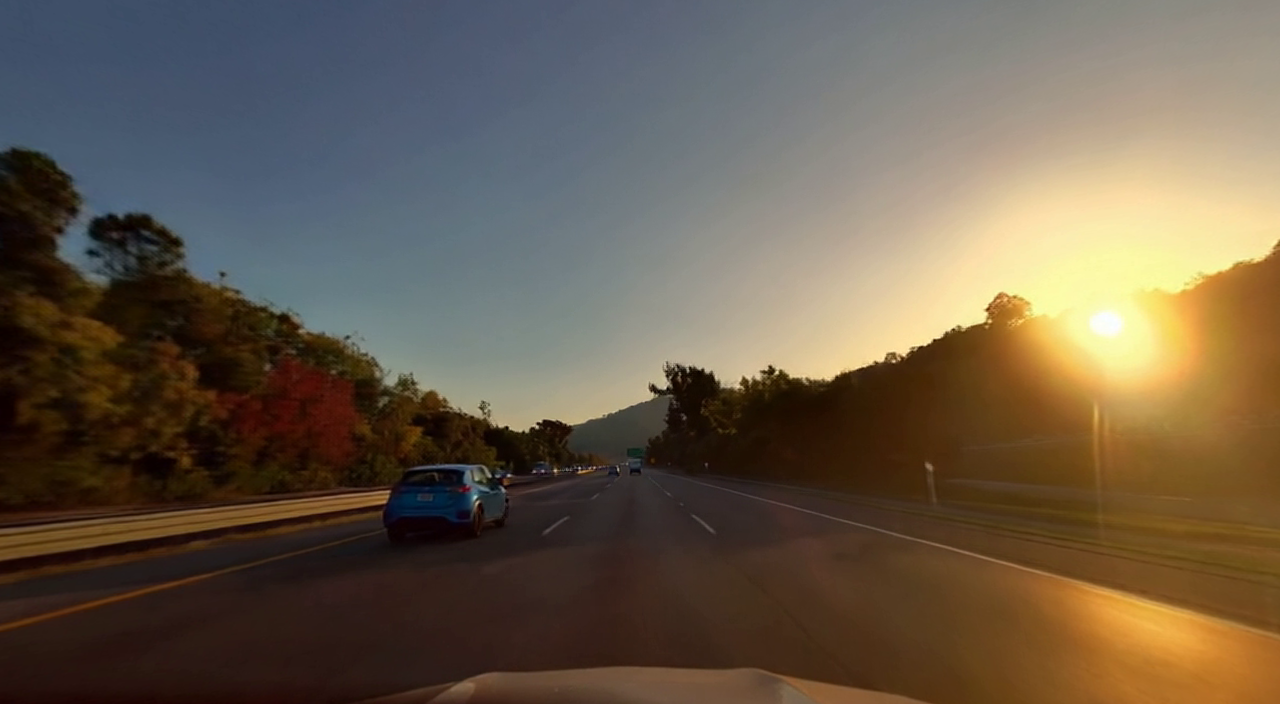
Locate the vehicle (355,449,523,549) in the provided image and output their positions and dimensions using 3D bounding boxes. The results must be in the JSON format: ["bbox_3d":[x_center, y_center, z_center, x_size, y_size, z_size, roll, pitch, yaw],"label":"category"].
[{"bbox_3d":[-3.536,2.683,11.987,1.797,1.532,4.072,1,-10,1],"label":"vehicle"}]
